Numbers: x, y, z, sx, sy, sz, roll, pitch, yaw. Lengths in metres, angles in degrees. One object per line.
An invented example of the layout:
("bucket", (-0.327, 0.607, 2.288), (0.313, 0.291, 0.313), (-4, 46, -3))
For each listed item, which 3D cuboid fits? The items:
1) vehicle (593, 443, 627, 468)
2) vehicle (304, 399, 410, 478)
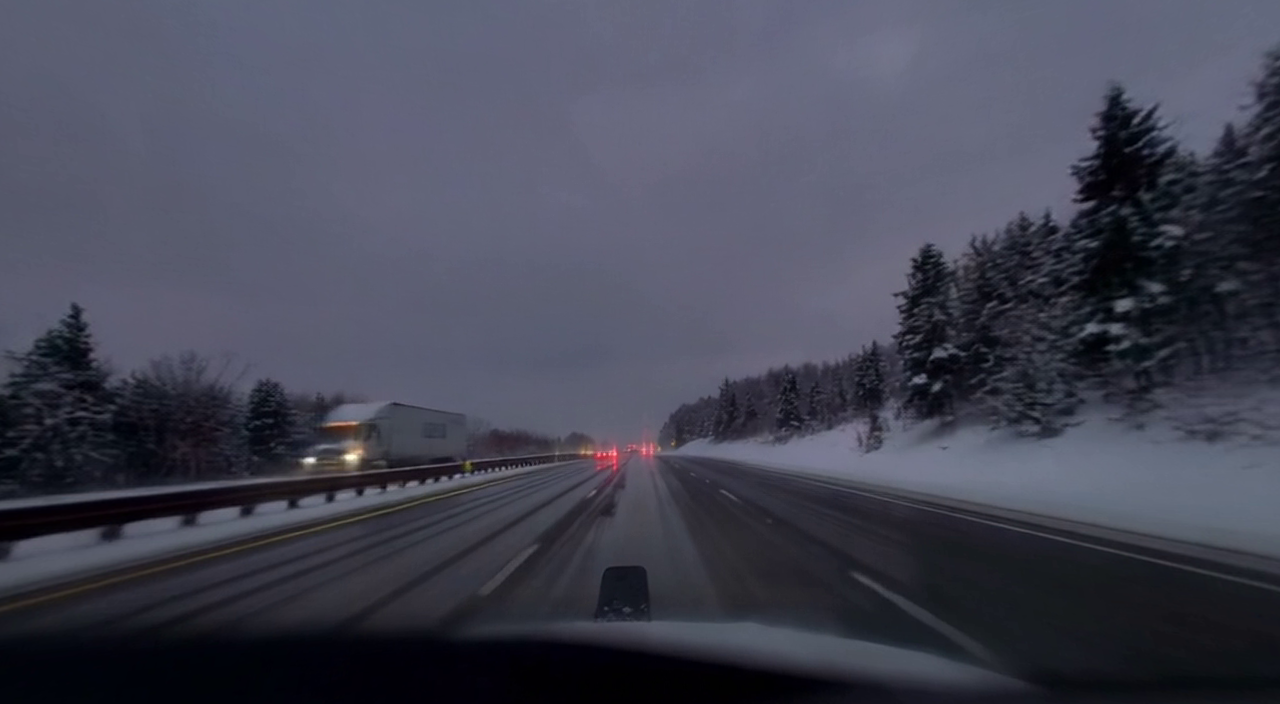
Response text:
("vehicle", (-1.973, 6.926, 42.347), (2.050, 1.530, 4.144), (0, -8, 0))
("vehicle", (-15.384, 4.765, 34.806), (3.041, 3.945, 5.899), (0, -8, 0))
